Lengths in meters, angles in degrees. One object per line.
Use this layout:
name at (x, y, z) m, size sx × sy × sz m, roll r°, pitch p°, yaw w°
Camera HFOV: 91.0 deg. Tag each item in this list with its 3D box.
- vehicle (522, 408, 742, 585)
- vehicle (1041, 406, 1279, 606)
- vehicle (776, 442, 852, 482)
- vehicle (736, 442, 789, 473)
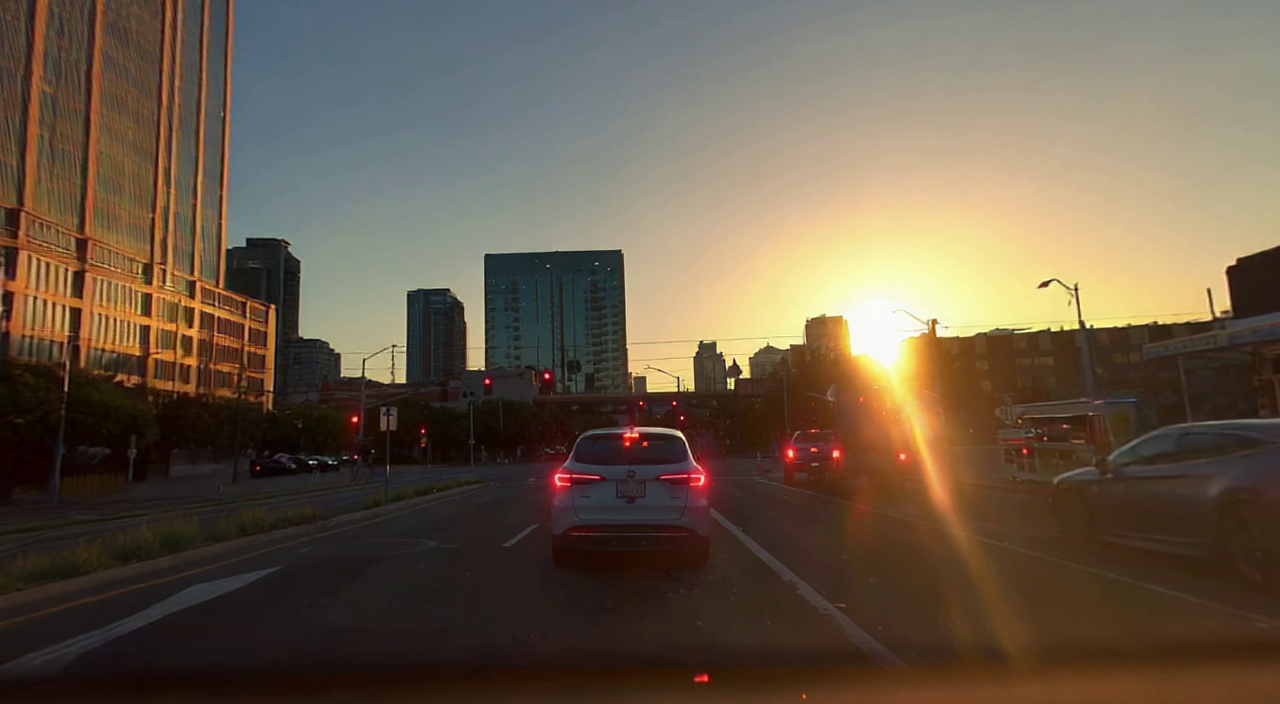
vehicle at (-0.062, 1.693, 8.119) m, size 2.115 × 1.700 × 3.901 m, roll 0°, pitch -8°, yaw 1°
vehicle at (6.403, 1.410, 6.077) m, size 2.072 × 1.652 × 4.611 m, roll 0°, pitch -8°, yaw 1°
vehicle at (6.855, 4.380, 25.285) m, size 1.833 × 1.452 × 4.237 m, roll 0°, pitch -8°, yaw 0°
vehicle at (6.259, 5.453, 32.635) m, size 1.961 × 1.477 × 4.454 m, roll 0°, pitch -9°, yaw 2°
